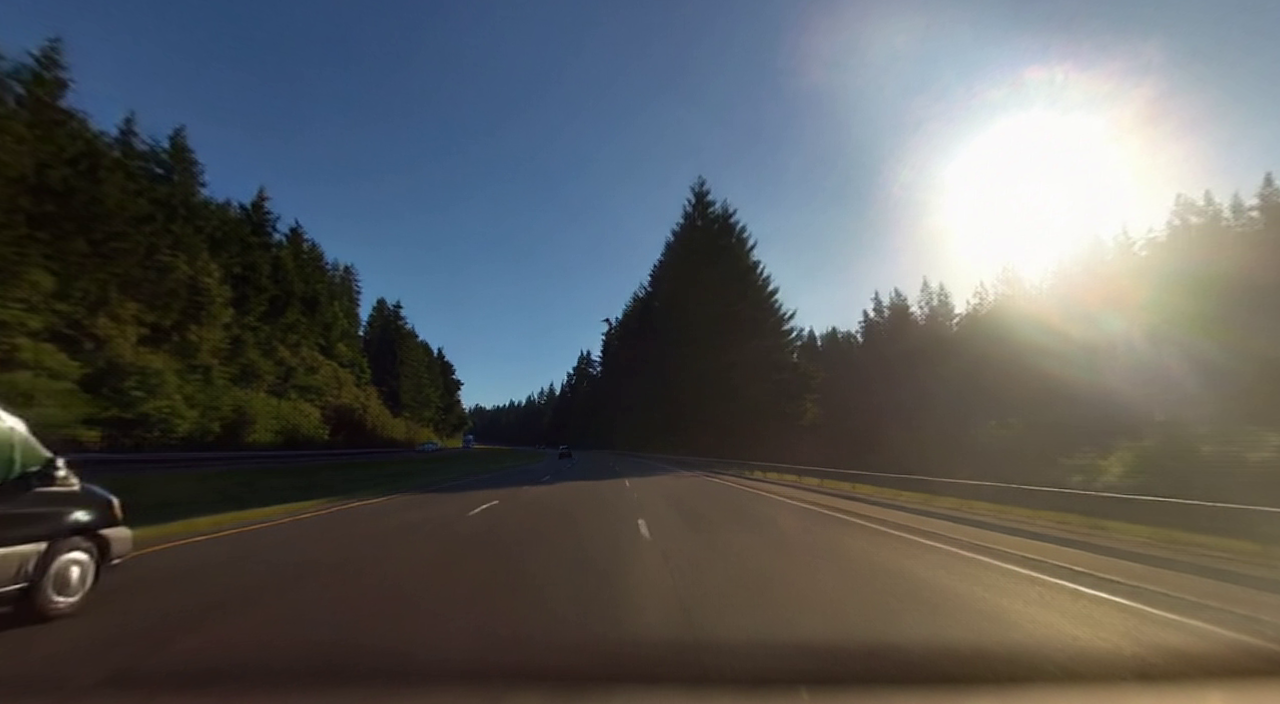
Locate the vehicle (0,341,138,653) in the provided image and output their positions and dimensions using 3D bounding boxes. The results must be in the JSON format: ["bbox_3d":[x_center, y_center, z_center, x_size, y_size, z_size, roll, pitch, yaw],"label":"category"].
[{"bbox_3d":[-5.297,0.738,2.750,2.197,2.038,4.919,0,-9,-2],"label":"vehicle"}]
